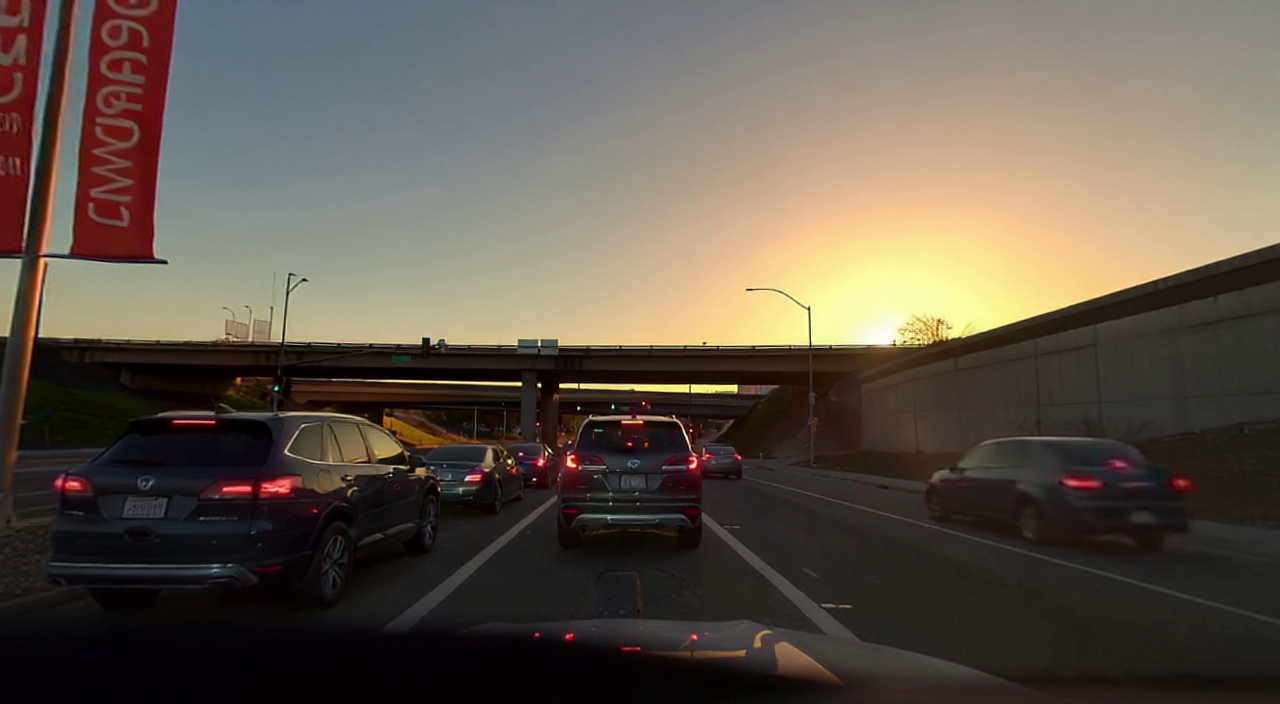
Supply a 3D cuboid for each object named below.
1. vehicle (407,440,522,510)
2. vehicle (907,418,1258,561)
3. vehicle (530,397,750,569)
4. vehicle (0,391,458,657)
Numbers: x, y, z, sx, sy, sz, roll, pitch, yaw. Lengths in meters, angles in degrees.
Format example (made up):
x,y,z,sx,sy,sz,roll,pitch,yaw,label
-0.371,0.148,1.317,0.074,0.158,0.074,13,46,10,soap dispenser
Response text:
x,y,z,sx,sy,sz,roll,pitch,yaw,label
-4.146,2.942,15.431,1.797,1.505,3.506,0,-9,0,vehicle
6.476,2.046,10.137,2.191,1.730,4.658,0,-9,-1,vehicle
-0.079,1.765,9.206,2.409,1.864,4.471,0,-9,-2,vehicle
-3.495,1.433,6.273,2.039,1.709,4.265,0,-9,0,vehicle
